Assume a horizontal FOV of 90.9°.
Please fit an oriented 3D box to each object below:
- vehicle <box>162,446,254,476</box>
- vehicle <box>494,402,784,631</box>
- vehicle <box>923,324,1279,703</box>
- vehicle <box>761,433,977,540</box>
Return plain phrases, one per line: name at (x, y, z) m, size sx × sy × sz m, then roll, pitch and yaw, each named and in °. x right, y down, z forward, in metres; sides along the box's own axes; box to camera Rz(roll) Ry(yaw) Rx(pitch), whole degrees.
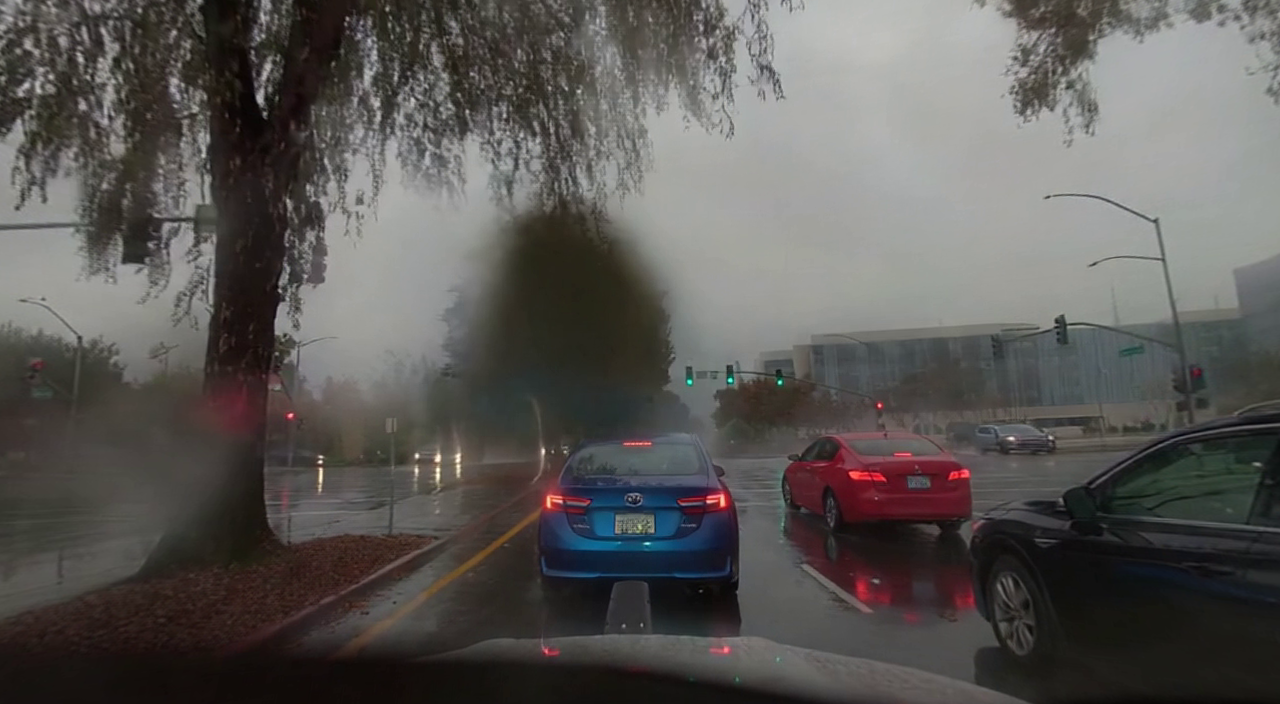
vehicle at (-32.494, 8.189, 47.559) m, size 5.321 × 2.089 × 2.177 m, roll 8°, pitch -12°, yaw -43°
vehicle at (-0.025, 1.475, 6.515) m, size 2.074 × 1.631 × 3.793 m, roll 0°, pitch -9°, yaw -1°
vehicle at (3.727, 0.932, 3.441) m, size 2.162 × 1.829 × 4.519 m, roll 0°, pitch -9°, yaw -1°
vehicle at (3.692, 2.259, 11.299) m, size 2.054 × 1.482 × 4.654 m, roll 0°, pitch -9°, yaw -1°
